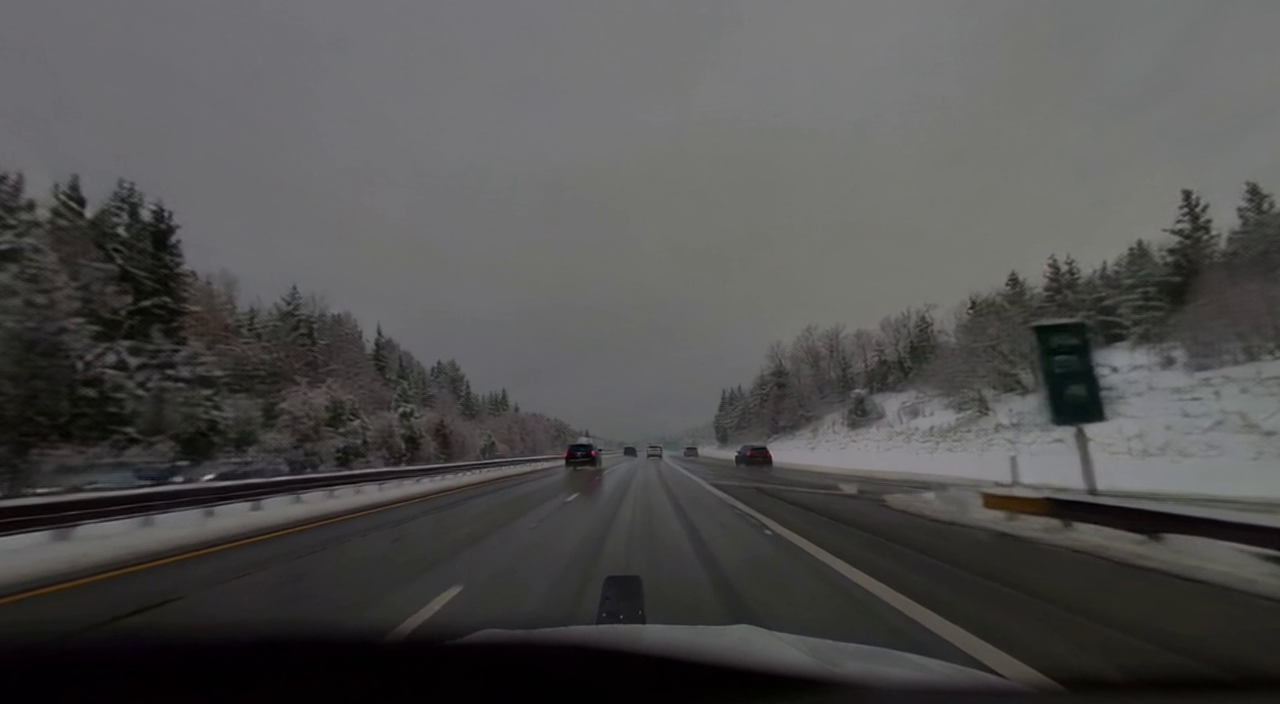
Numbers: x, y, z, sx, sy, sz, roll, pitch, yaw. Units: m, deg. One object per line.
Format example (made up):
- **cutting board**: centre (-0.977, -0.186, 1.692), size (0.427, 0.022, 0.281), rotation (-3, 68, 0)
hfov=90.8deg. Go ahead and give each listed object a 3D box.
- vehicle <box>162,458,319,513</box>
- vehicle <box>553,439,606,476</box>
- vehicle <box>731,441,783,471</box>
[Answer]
- **vehicle**: centre (-11.914, 3.982, 19.245), size (1.906, 1.402, 4.289), rotation (0, -9, 1)
- **vehicle**: centre (-2.807, 5.031, 30.250), size (2.037, 1.638, 4.274), rotation (0, -9, 1)
- **vehicle**: centre (6.942, 6.217, 37.901), size (2.021, 1.639, 4.203), rotation (1, -9, -5)
